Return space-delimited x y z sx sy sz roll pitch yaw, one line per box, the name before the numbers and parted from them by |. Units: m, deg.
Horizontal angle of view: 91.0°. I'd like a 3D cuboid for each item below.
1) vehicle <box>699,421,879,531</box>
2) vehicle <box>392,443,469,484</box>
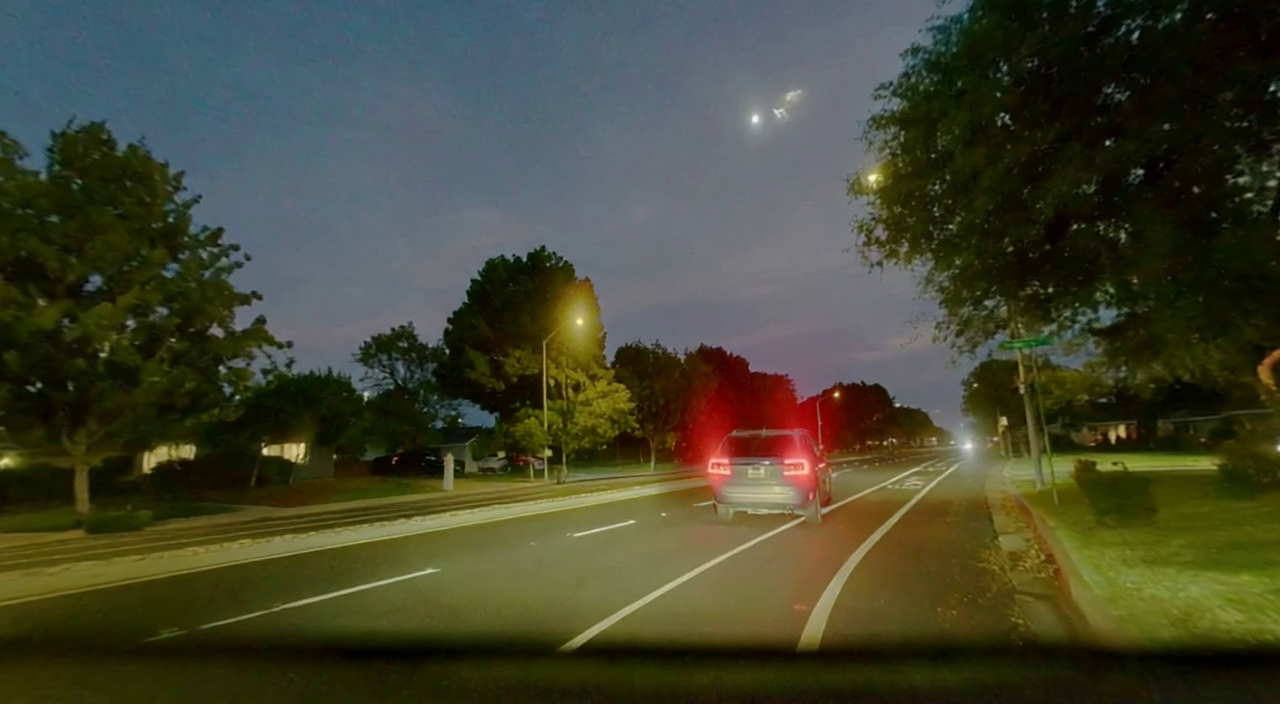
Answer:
vehicle | 3.150 2.342 12.572 2.018 1.733 4.546 -6 -10 32
vehicle | -14.882 7.966 45.138 2.329 2.631 5.560 -6 -11 19
